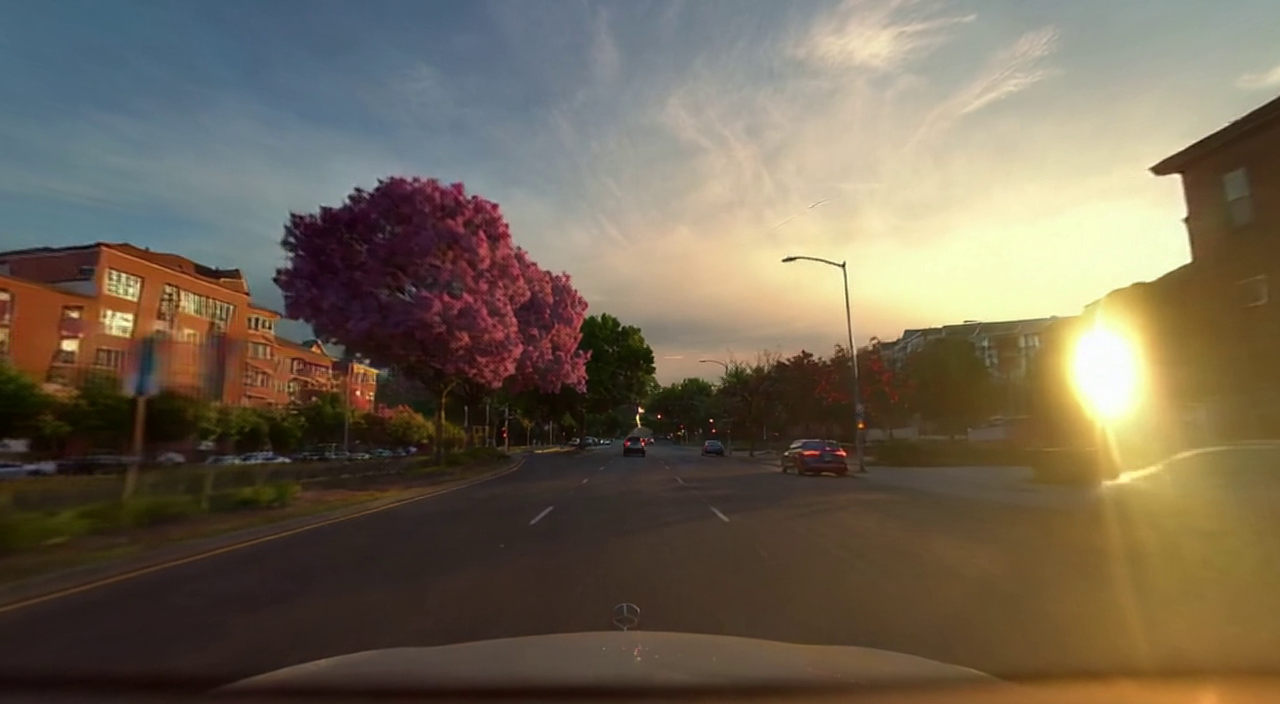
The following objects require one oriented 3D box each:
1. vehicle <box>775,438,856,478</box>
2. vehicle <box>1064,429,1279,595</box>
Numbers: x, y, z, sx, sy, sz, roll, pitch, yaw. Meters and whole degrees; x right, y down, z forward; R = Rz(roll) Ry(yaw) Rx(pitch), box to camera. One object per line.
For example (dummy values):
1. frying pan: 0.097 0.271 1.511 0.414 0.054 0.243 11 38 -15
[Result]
1. vehicle: 6.919 4.226 25.443 2.032 1.449 4.413 0 -8 0
2. vehicle: 6.620 1.449 5.807 1.891 1.456 4.909 0 -8 -2
